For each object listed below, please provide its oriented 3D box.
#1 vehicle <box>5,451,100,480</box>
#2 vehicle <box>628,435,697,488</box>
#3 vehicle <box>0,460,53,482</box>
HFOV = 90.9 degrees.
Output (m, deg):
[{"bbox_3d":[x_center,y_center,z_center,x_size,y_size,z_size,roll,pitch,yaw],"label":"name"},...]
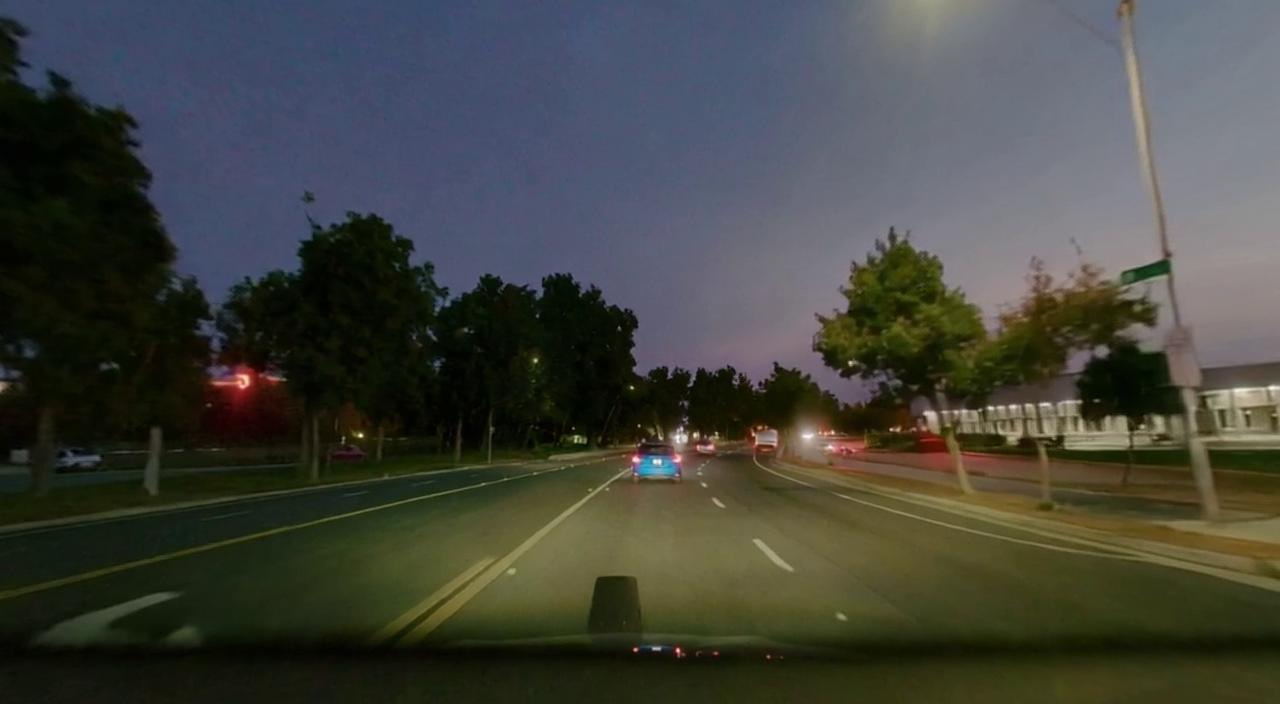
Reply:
[{"bbox_3d":[-45.326,8.739,48.716,5.621,1.823,2.130,-4,-8,6],"label":"vehicle"},{"bbox_3d":[0.762,3.478,20.280,2.010,1.535,3.735,-1,-8,3],"label":"vehicle"},{"bbox_3d":[-45.499,8.639,45.841,3.873,1.441,1.848,-1,-8,5],"label":"vehicle"}]
